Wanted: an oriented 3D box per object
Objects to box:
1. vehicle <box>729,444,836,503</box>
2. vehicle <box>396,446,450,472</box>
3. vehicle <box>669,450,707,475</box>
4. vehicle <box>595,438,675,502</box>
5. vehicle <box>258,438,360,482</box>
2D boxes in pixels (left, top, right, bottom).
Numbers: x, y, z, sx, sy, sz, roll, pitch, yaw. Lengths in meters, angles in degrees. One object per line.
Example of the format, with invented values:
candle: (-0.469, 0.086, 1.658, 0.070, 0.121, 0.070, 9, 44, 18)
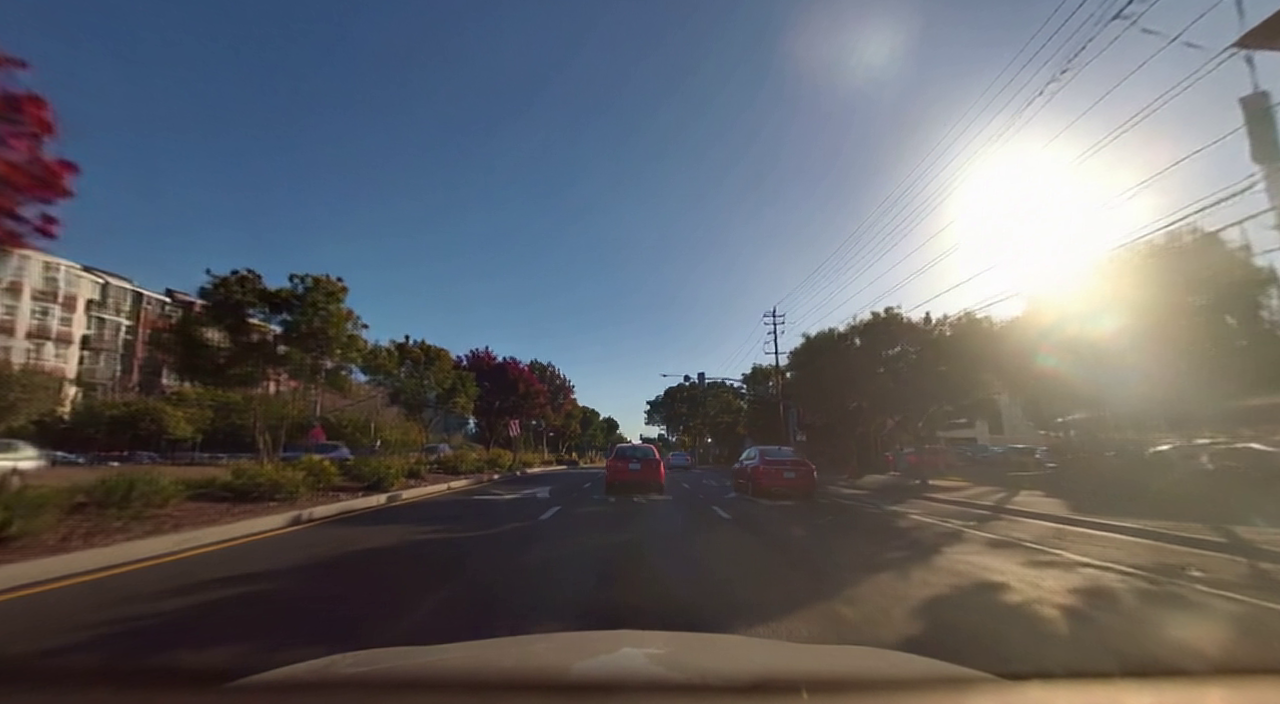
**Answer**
vehicle: (4.104, 3.566, 19.003, 2.086, 1.534, 4.351, 0, -9, -1)
vehicle: (-14.443, 7.132, 42.315, 2.064, 1.676, 4.332, 0, -9, 1)
vehicle: (3.081, 7.201, 41.316, 2.054, 1.461, 4.321, 0, -8, -1)
vehicle: (-0.178, 3.350, 18.355, 2.073, 1.606, 3.933, 0, -8, -1)
vehicle: (-14.212, 4.653, 27.486, 2.064, 1.745, 4.495, 0, -9, -1)
